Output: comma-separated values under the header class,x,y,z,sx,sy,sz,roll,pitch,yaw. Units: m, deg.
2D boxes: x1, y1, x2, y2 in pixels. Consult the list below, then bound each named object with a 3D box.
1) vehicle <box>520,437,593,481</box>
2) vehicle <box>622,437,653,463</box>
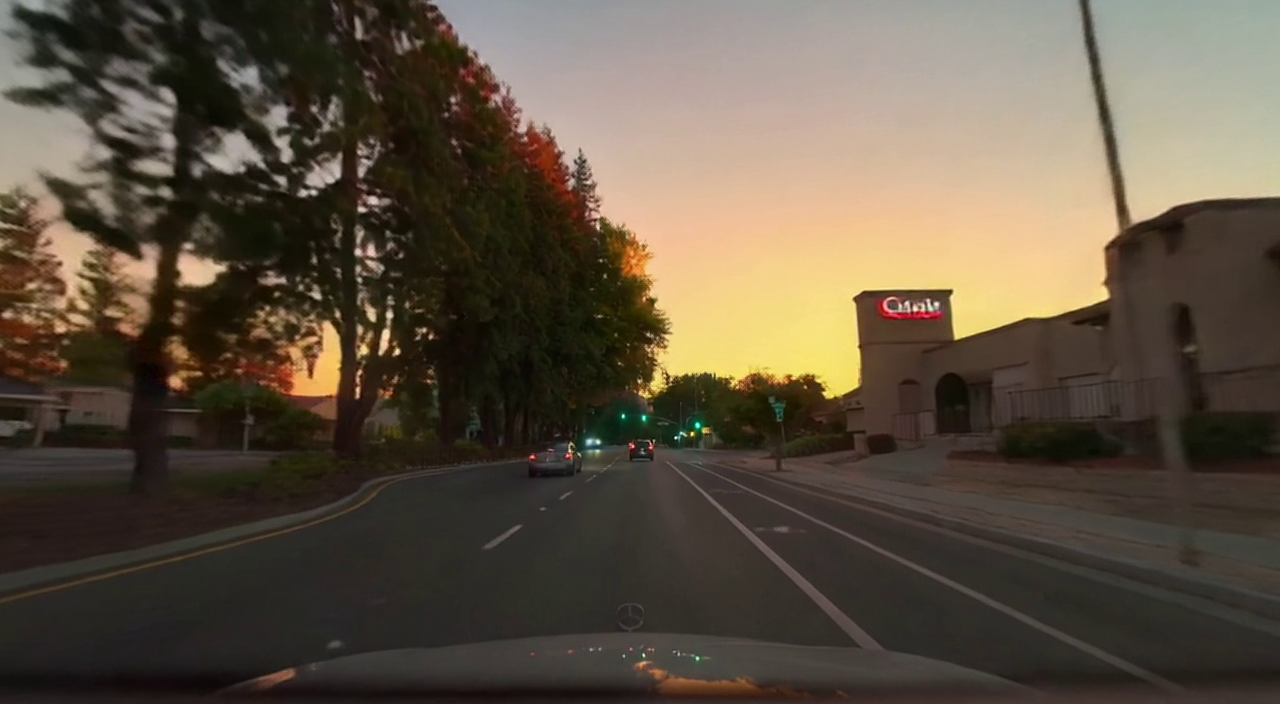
class,x,y,z,sx,sy,sz,roll,pitch,yaw
vehicle,-3.010,3.971,23.646,2.015,1.470,4.458,0,-8,2
vehicle,-0.137,6.977,45.115,2.153,1.764,4.047,0,-8,1
